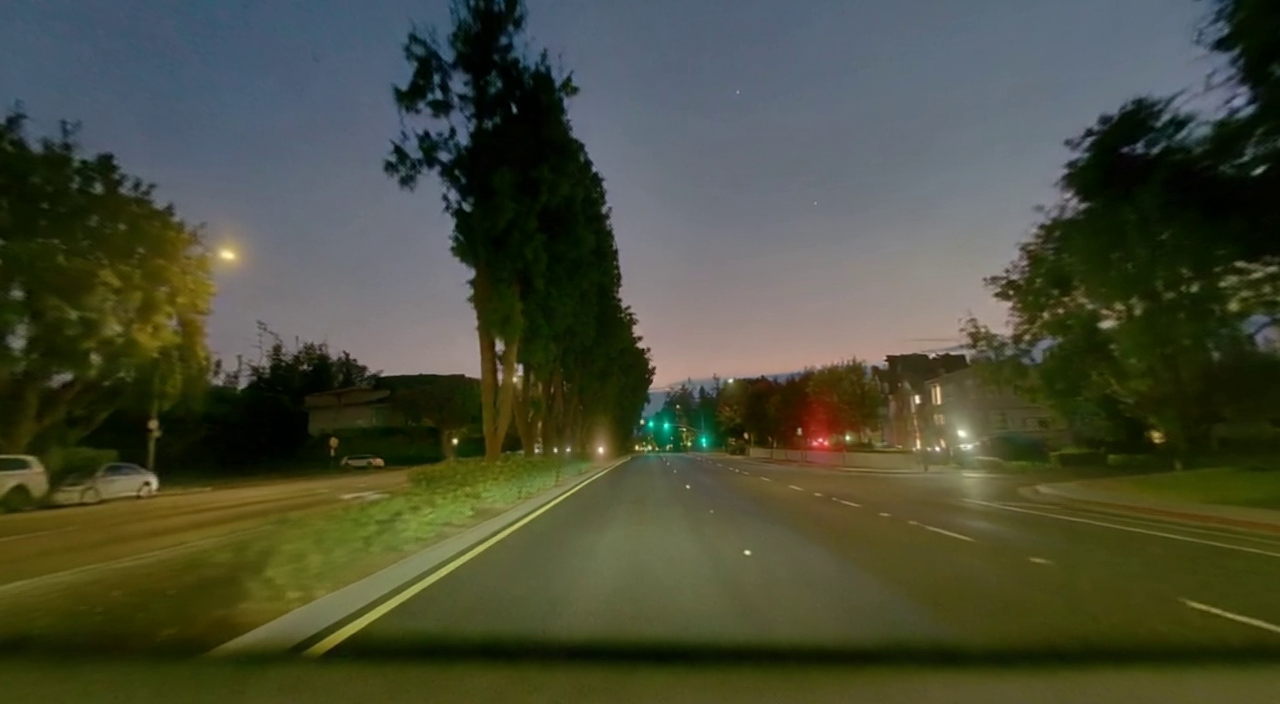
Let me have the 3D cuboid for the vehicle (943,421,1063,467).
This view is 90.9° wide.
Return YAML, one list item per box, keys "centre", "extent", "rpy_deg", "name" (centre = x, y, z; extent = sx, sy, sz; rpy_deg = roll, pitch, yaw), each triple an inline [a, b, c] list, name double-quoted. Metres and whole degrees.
- centre: [21.810, 5.565, 38.153]
  extent: [5.506, 2.643, 2.681]
  rpy_deg: [0, -8, 3]
  name: "vehicle"

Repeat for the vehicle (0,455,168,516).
- centre: [-18.193, 4.344, 20.910]
  extent: [1.808, 1.488, 4.202]
  rpy_deg: [-2, -6, 1]
  name: "vehicle"
